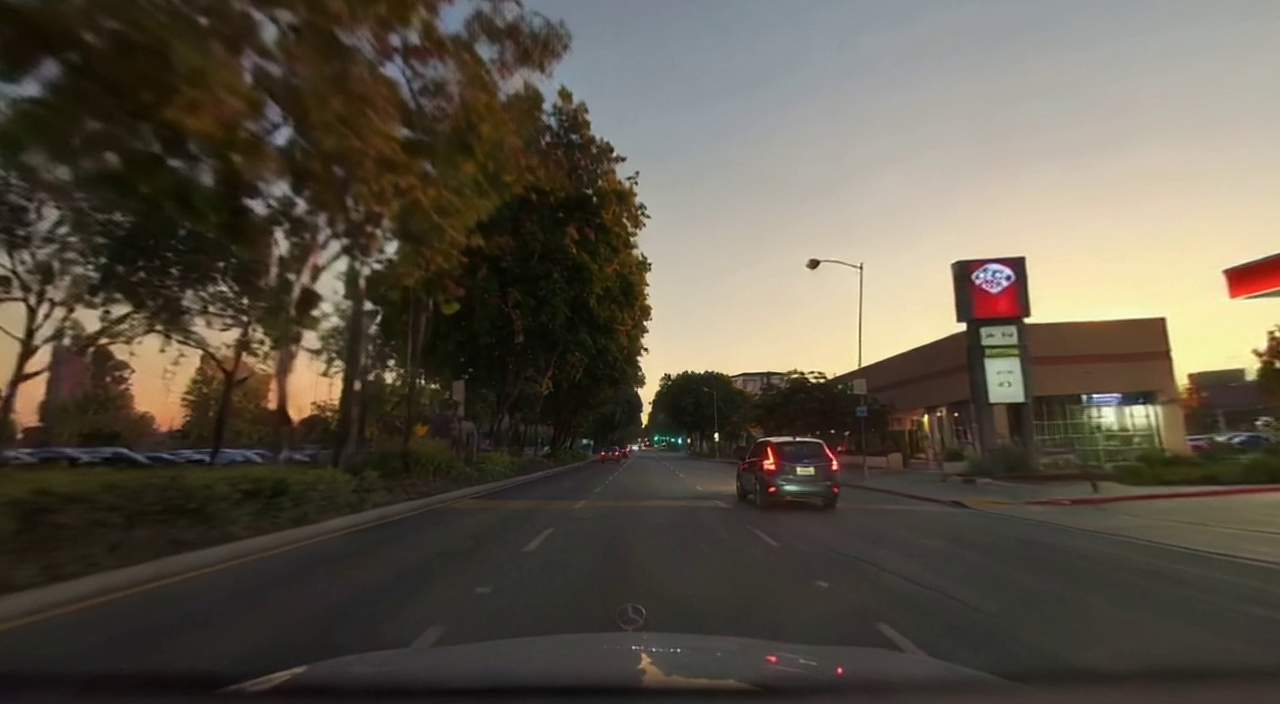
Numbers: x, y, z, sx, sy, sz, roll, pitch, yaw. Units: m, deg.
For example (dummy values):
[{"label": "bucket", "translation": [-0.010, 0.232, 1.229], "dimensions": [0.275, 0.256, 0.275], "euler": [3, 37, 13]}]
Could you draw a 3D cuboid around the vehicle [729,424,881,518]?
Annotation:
[{"label": "vehicle", "translation": [3.489, 2.640, 14.486], "dimensions": [2.151, 1.771, 4.792], "euler": [0, -9, -1]}]

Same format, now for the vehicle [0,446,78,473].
[{"label": "vehicle", "translation": [-32.072, 5.596, 32.930], "dimensions": [3.666, 1.365, 1.853], "euler": [0, -8, 2]}]

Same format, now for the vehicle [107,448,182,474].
[{"label": "vehicle", "translation": [-32.118, 7.064, 40.896], "dimensions": [3.472, 1.423, 1.760], "euler": [-4, -8, 1]}]
